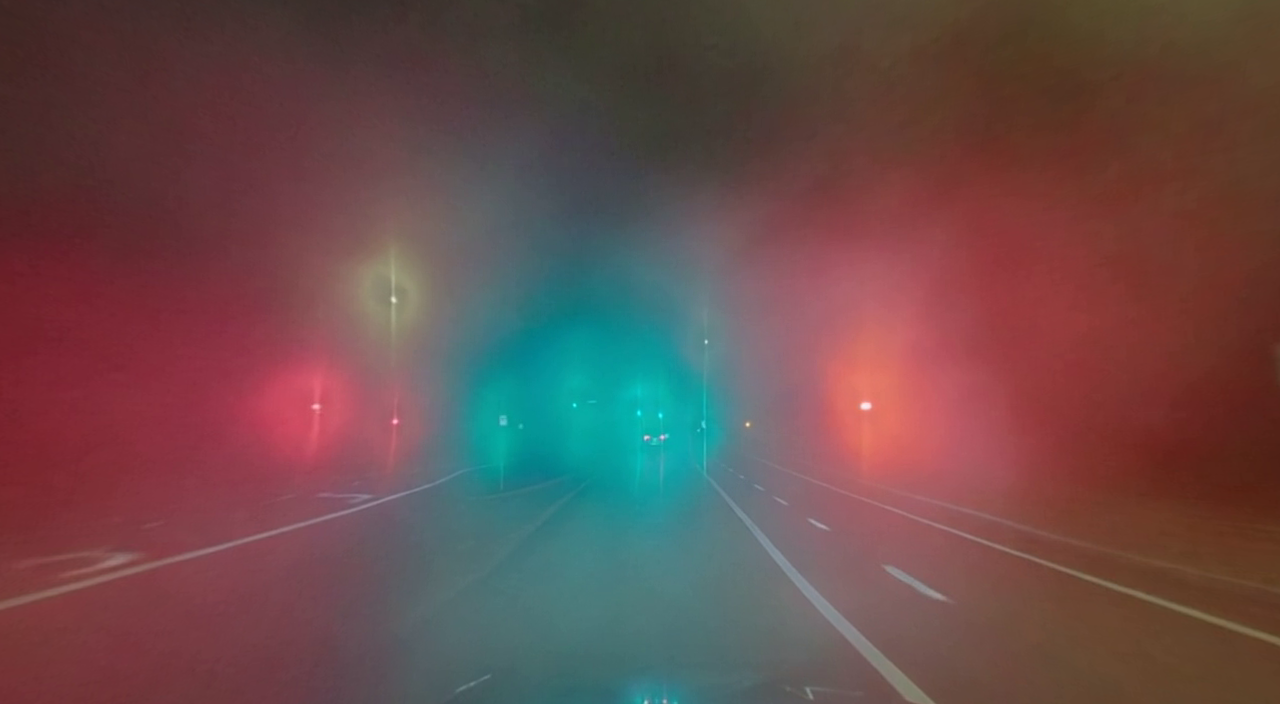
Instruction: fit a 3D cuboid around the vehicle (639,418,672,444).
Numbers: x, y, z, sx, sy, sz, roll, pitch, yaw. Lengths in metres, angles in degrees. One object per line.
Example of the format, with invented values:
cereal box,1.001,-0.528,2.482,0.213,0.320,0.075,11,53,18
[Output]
vehicle,1.157,6.217,49.258,2.371,1.926,5.099,0,-8,0
